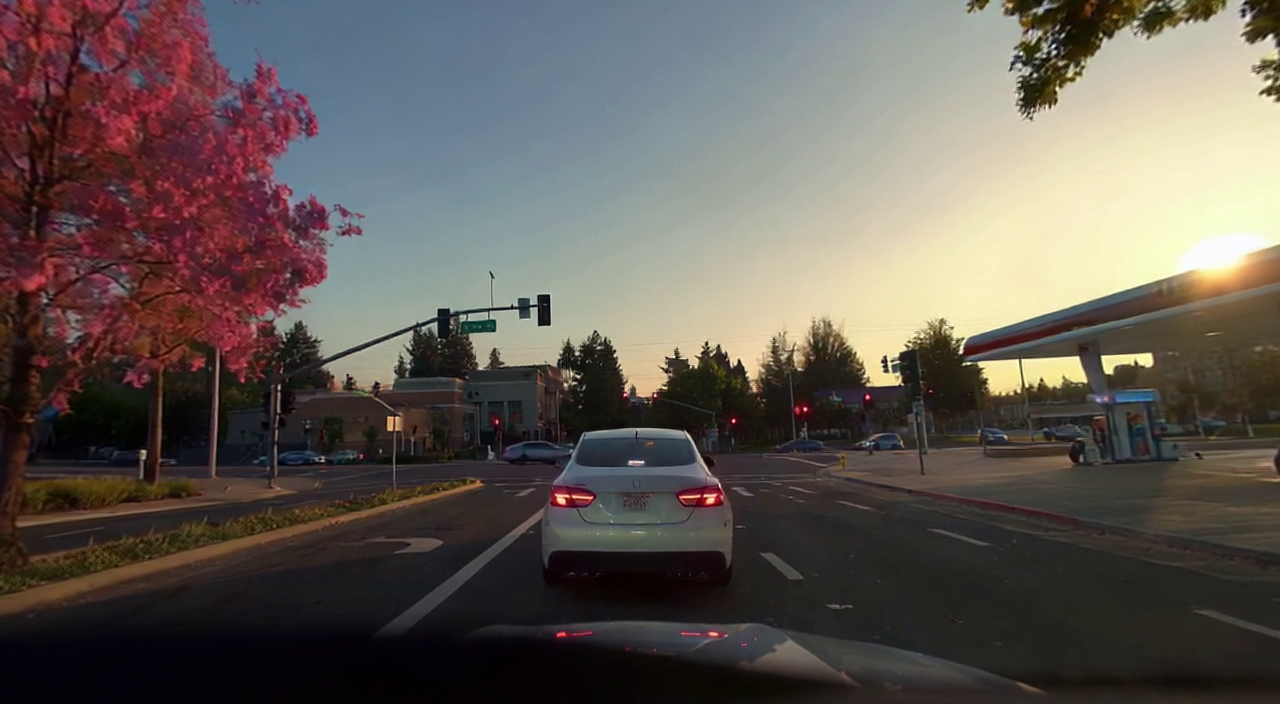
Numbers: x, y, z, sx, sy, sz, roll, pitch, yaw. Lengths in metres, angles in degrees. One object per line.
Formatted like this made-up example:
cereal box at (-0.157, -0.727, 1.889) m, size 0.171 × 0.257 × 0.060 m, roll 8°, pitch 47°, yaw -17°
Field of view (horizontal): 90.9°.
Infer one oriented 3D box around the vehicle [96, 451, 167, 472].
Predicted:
vehicle at (-38.615, 8.299, 47.915) m, size 3.975 × 1.563 × 1.755 m, roll -1°, pitch -8°, yaw 5°

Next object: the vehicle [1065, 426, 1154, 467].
vehicle at (18.566, 3.718, 24.859) m, size 4.091 × 1.495 × 2.053 m, roll 8°, pitch -12°, yaw -44°

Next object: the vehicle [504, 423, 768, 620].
vehicle at (-0.039, 1.595, 6.911) m, size 2.010 × 1.482 × 4.057 m, roll 0°, pitch -8°, yaw 0°
